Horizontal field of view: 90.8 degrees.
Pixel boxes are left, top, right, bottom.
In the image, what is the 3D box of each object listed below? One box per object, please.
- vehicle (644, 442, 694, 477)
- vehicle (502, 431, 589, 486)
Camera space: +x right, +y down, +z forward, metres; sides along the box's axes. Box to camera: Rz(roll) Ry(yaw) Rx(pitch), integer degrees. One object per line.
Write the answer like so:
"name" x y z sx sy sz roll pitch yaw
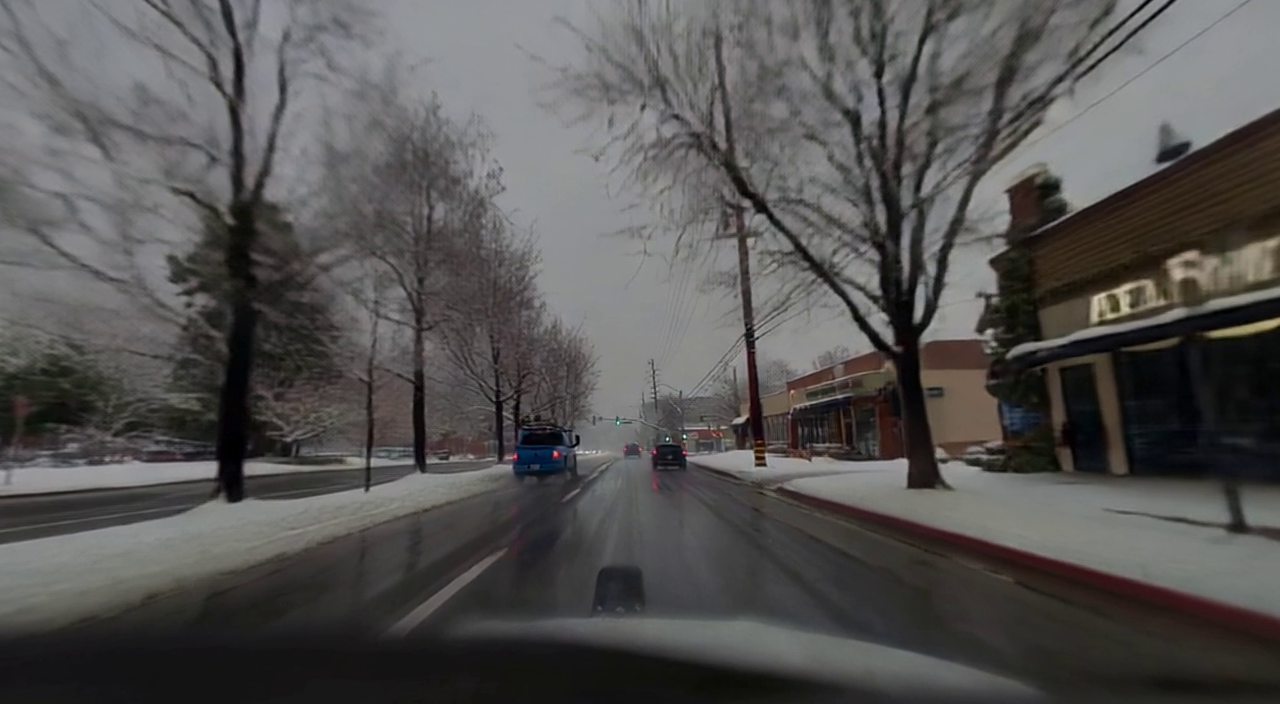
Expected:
"vehicle" 1.278 4.961 29.299 2.103 1.487 4.101 0 -9 0
"vehicle" -3.269 3.821 22.985 2.464 1.777 5.128 0 -9 -1
